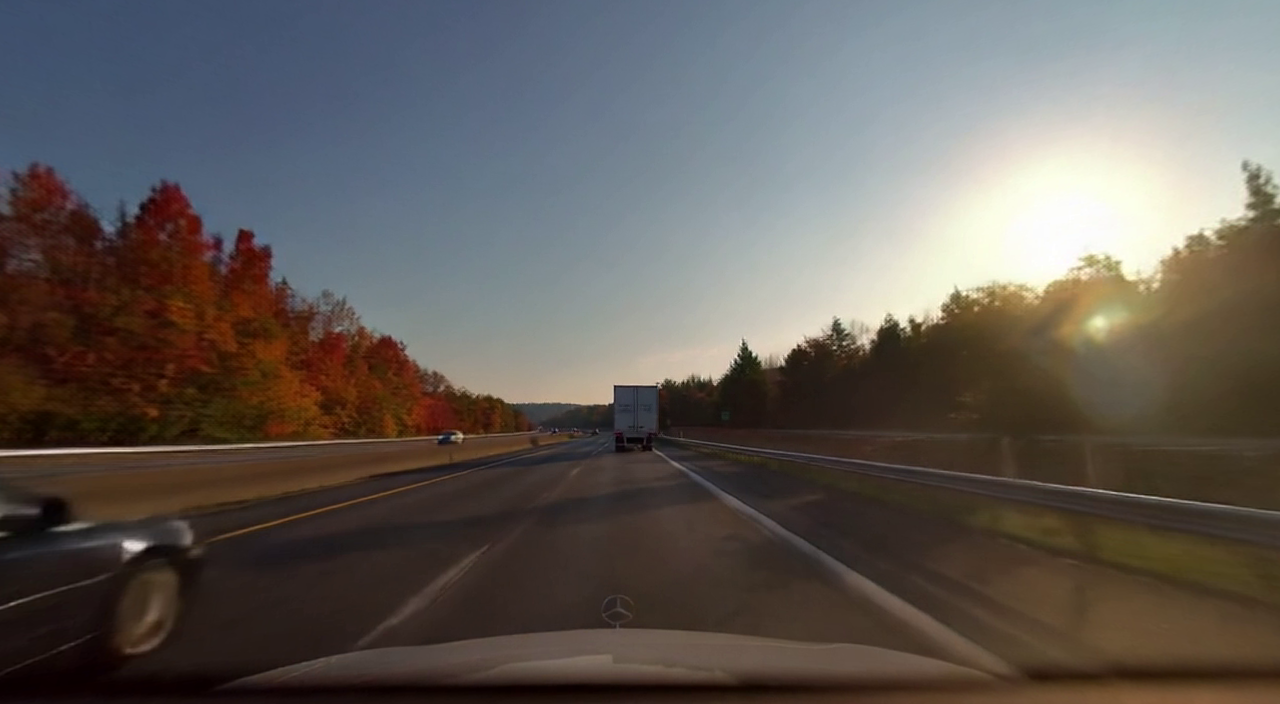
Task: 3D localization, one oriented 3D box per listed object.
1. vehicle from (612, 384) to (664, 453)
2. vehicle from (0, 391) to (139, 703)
[{"bbox_3d":[-0.293,4.663,42.617,3.013,4.016,11.496,0,-8,-2],"label":"vehicle"},{"bbox_3d":[-3.572,0.704,0.901,2.217,1.495,4.245,0,-8,0],"label":"vehicle"}]
